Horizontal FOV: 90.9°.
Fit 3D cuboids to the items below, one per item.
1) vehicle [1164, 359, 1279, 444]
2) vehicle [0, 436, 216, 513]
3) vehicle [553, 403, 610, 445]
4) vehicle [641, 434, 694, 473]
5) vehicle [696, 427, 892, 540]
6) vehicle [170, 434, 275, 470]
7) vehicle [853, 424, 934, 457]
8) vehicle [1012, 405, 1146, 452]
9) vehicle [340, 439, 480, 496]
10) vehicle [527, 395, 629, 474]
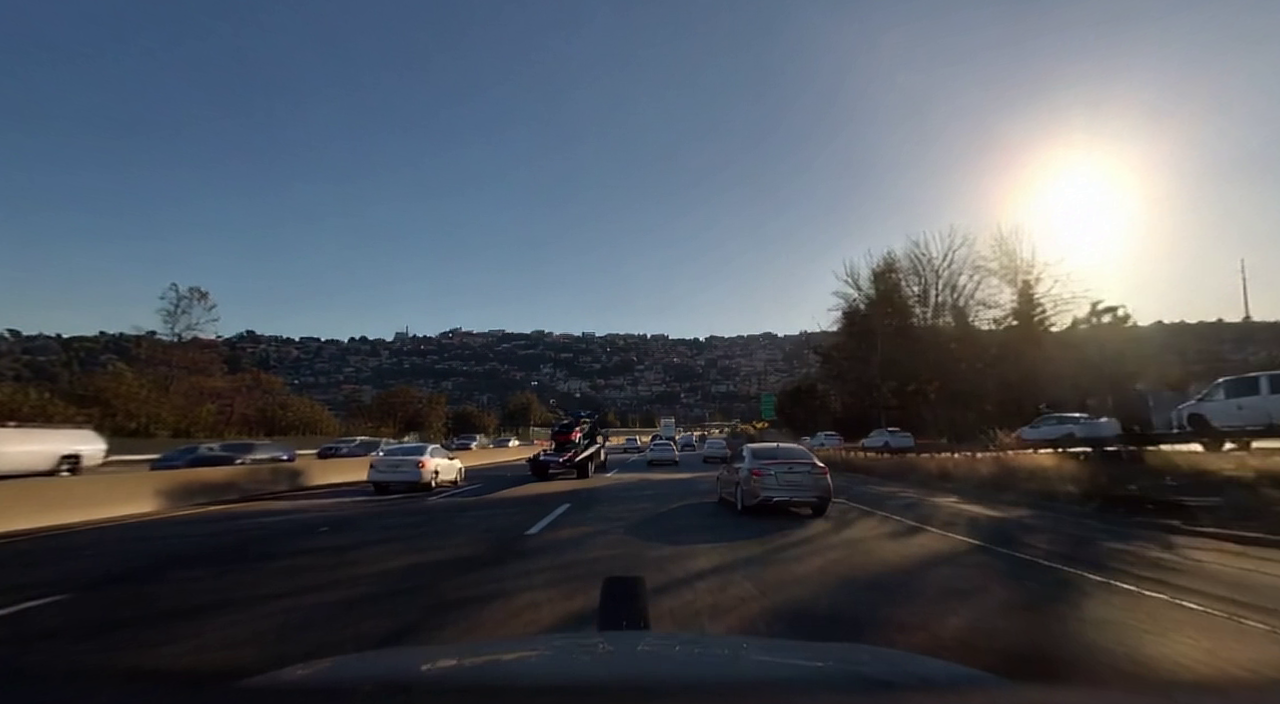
[{"bbox_3d":[13.289,0.999,12.470,1.979,1.616,4.268,1,-8,-4],"label":"vehicle"},{"bbox_3d":[-12.572,2.852,15.195,1.869,1.603,3.861,0,-8,3],"label":"vehicle"},{"bbox_3d":[-2.483,3.246,27.826,1.893,1.674,4.766,0,-8,2],"label":"vehicle"},{"bbox_3d":[1.171,4.262,26.673,2.079,1.499,3.915,0,-8,3],"label":"vehicle"},{"bbox_3d":[2.245,2.072,10.598,2.040,1.481,4.260,0,-8,-3],"label":"vehicle"},{"bbox_3d":[-22.643,5.451,34.499,2.029,1.808,4.953,-1,-8,4],"label":"vehicle"},{"bbox_3d":[11.989,4.218,30.116,1.930,1.454,4.126,1,-8,-4],"label":"vehicle"},{"bbox_3d":[16.809,3.003,24.449,2.034,1.647,4.188,0,-8,-3],"label":"vehicle"},{"bbox_3d":[-6.317,3.218,18.089,1.964,1.395,4.948,0,-8,3],"label":"vehicle"},{"bbox_3d":[-2.424,3.879,29.119,3.162,2.955,10.282,0,-8,3],"label":"vehicle"}]
